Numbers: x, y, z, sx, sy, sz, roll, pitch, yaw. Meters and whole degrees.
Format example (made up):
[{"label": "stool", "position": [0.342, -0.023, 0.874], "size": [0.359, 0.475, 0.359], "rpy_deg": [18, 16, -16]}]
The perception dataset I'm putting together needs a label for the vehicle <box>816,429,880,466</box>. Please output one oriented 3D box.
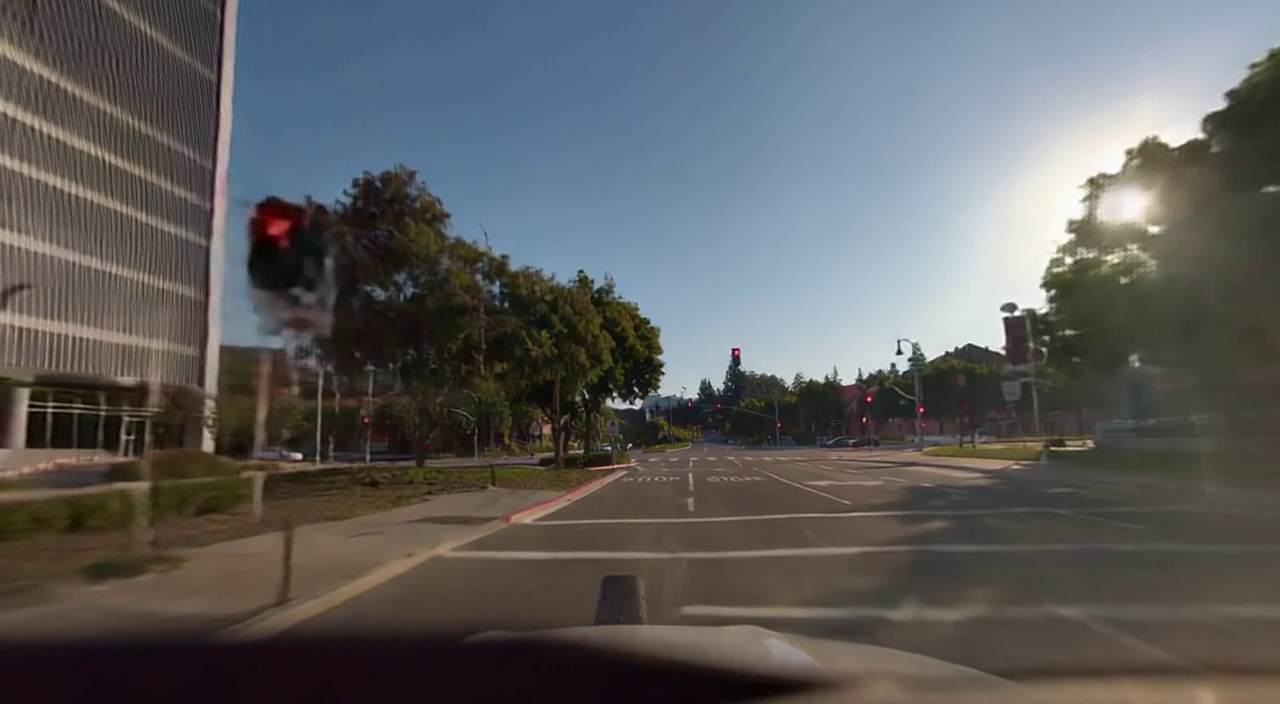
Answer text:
[{"label": "vehicle", "position": [11.357, 5.257, 34.837], "size": [2.156, 1.881, 4.743], "rpy_deg": [0, -9, 4]}]
